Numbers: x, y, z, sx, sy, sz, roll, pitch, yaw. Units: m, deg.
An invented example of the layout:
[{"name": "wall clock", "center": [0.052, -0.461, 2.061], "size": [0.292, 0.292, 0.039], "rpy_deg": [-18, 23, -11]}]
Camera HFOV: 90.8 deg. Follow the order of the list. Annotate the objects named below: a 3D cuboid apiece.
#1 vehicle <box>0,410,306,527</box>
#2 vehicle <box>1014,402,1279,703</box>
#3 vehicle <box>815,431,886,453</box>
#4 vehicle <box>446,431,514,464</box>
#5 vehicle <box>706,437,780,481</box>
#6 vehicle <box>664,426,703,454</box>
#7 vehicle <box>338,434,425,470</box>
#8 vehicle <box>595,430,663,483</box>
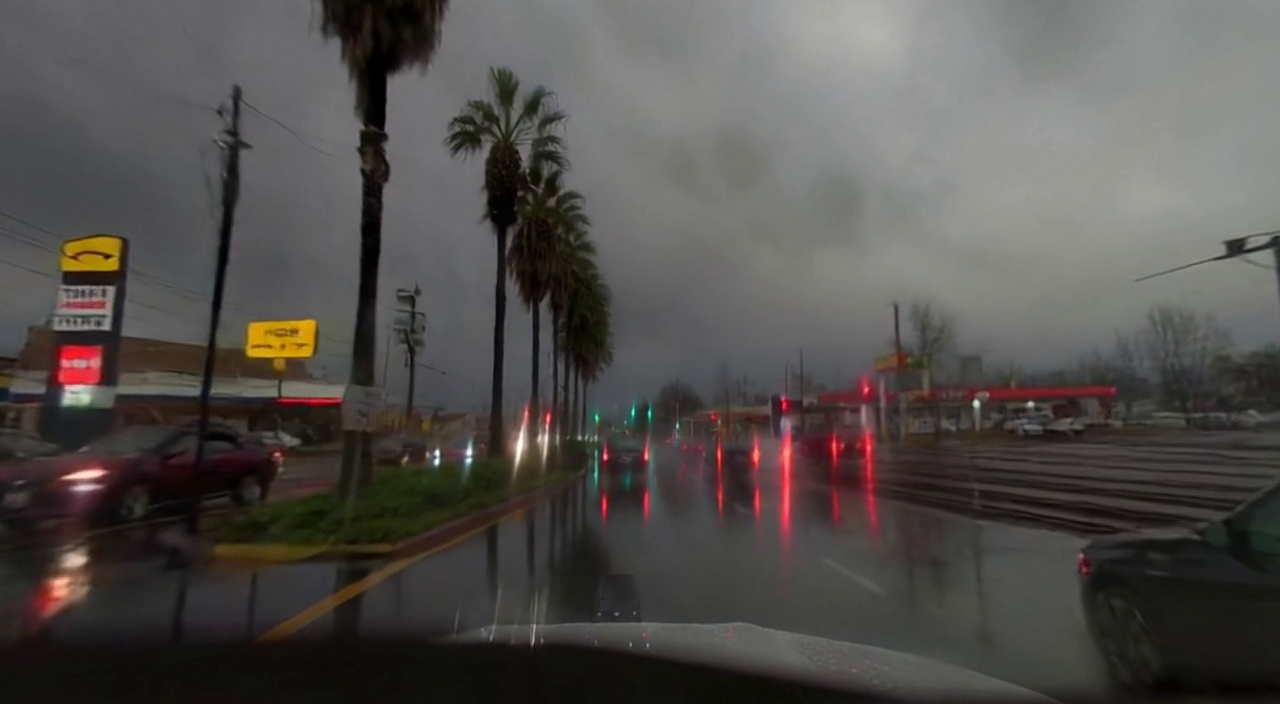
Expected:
[{"name": "vehicle", "center": [-8.772, 2.092, 11.957], "size": [1.980, 1.719, 4.963], "rpy_deg": [-1, -8, 3]}, {"name": "vehicle", "center": [3.535, 0.881, 2.084], "size": [1.987, 1.474, 4.198], "rpy_deg": [0, -8, -1]}, {"name": "vehicle", "center": [14.627, 6.285, 44.048], "size": [4.293, 1.438, 1.773], "rpy_deg": [0, -8, 0]}, {"name": "vehicle", "center": [-7.873, 4.747, 31.566], "size": [2.052, 1.483, 4.751], "rpy_deg": [0, -8, 1]}, {"name": "vehicle", "center": [3.633, 3.847, 23.020], "size": [1.889, 1.448, 4.262], "rpy_deg": [0, -8, -1]}, {"name": "vehicle", "center": [2.966, 6.235, 44.660], "size": [2.299, 1.803, 5.434], "rpy_deg": [0, -8, -1]}, {"name": "vehicle", "center": [-11.445, 4.464, 28.356], "size": [1.865, 1.472, 4.532], "rpy_deg": [0, -8, 1]}, {"name": "vehicle", "center": [-0.458, 3.394, 20.855], "size": [2.021, 1.550, 4.090], "rpy_deg": [0, -8, -4]}]
